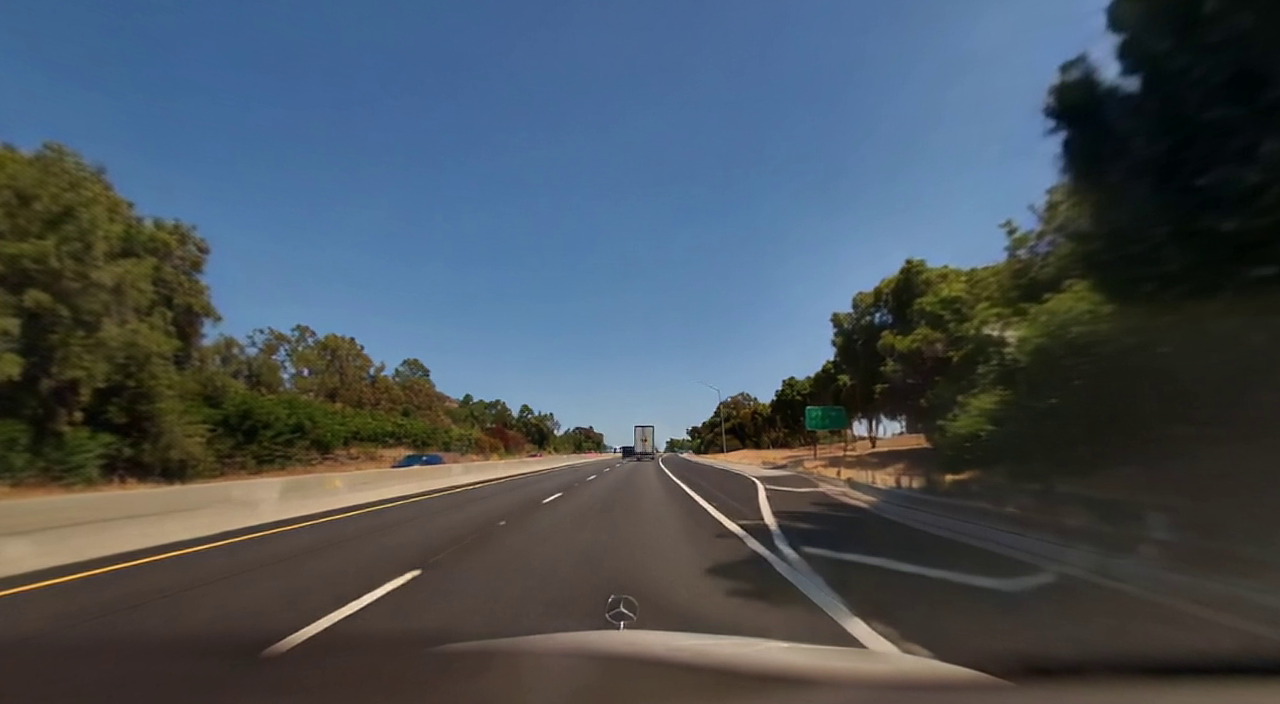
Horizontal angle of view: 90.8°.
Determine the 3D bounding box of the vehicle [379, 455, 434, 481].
[{"bbox_3d":[-16.371,8.138,44.555,1.955,1.678,5.003,0,-9,1],"label":"vehicle"}]
